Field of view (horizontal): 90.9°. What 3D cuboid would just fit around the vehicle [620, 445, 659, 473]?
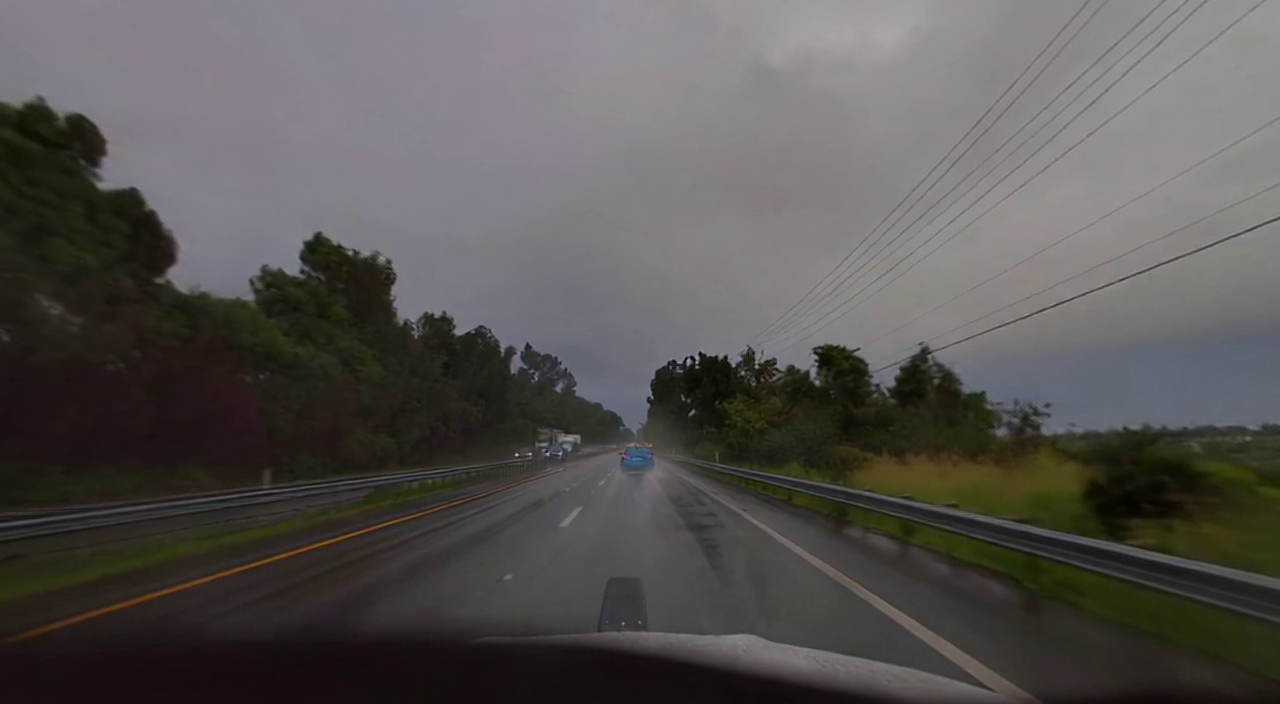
[{"bbox_3d":[-0.068,6.111,36.009,2.080,1.486,3.813,0,-9,-1],"label":"vehicle"}]
